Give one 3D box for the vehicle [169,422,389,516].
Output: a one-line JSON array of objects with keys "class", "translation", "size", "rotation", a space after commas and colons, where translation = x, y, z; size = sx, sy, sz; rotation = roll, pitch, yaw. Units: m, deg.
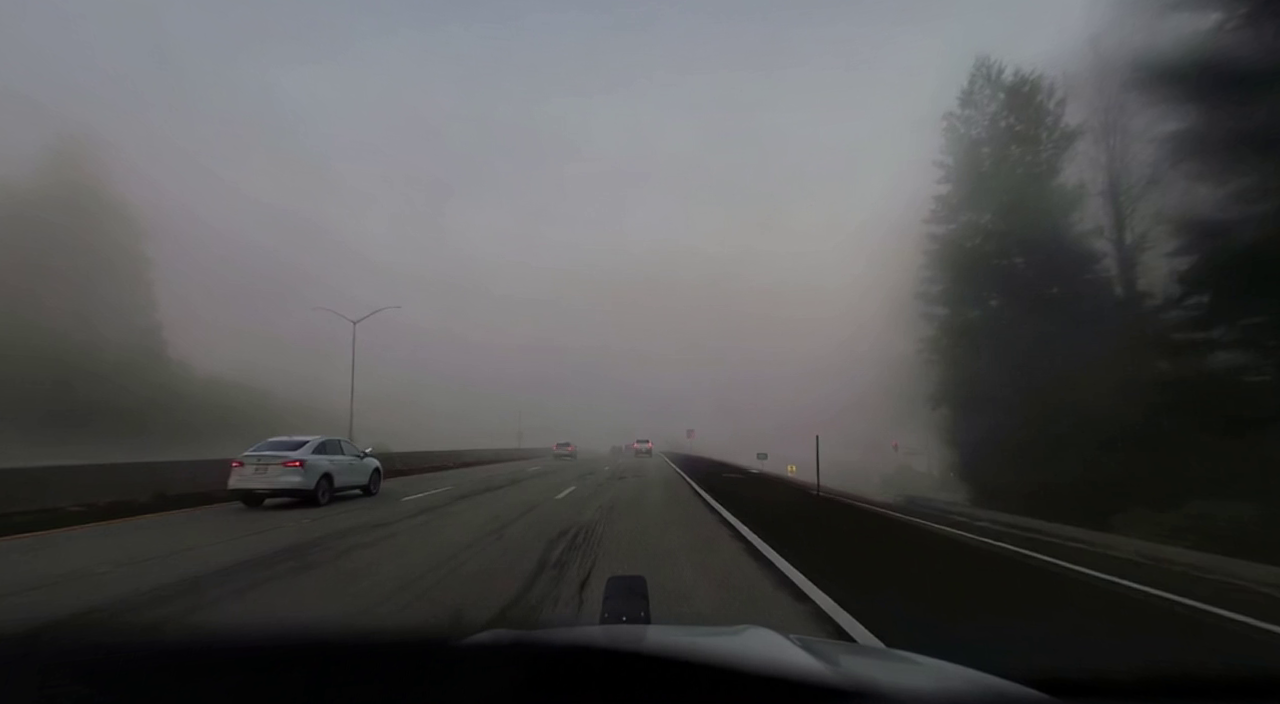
[{"class": "vehicle", "translation": [-7.379, 2.425, 13.587], "size": [2.088, 1.678, 4.426], "rotation": [0, -8, 0]}]
